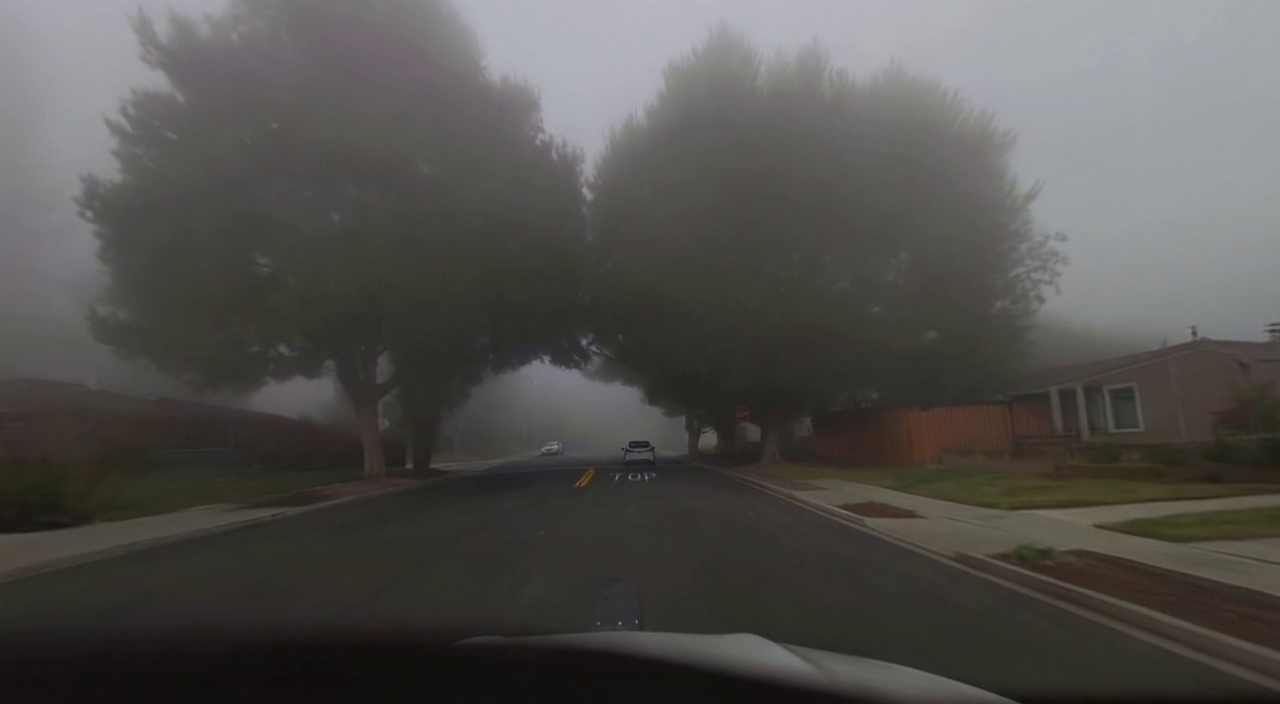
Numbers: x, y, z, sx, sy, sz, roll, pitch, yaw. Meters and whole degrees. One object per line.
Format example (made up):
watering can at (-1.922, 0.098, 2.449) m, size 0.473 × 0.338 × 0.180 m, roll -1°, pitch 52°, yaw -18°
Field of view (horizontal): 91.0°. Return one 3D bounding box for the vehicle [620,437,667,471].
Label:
vehicle at (0.130, 4.801, 29.812) m, size 2.043 × 1.484 × 4.340 m, roll 0°, pitch -8°, yaw -1°
